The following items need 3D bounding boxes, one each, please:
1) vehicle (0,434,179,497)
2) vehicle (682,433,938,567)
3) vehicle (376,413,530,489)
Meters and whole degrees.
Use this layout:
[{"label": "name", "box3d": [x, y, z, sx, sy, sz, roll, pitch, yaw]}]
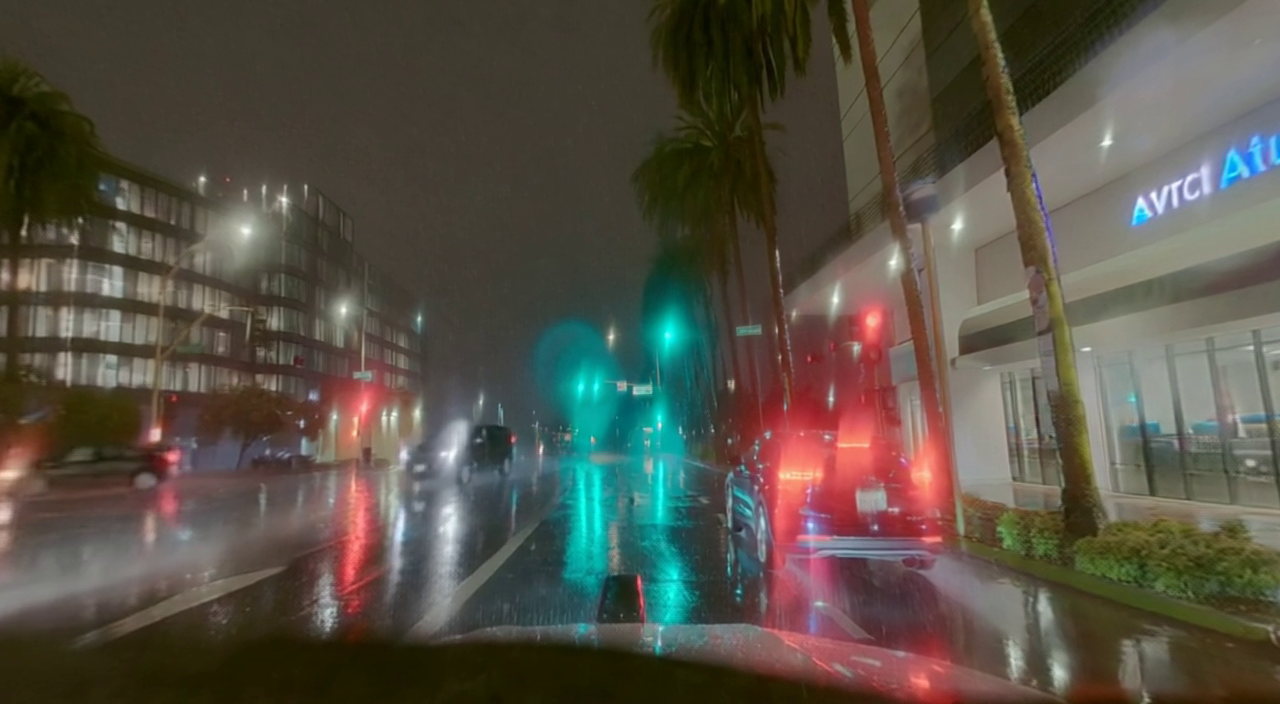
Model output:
[{"label": "vehicle", "box3d": [-18.557, 3.631, 20.646, 2.029, 1.822, 5.090, -6, -10, 35]}, {"label": "vehicle", "box3d": [2.101, 2.001, 9.509, 2.090, 1.466, 4.676, 1, -8, -7]}, {"label": "vehicle", "box3d": [-5.407, 3.004, 19.395, 2.190, 1.964, 5.614, -2, -8, 10]}]
